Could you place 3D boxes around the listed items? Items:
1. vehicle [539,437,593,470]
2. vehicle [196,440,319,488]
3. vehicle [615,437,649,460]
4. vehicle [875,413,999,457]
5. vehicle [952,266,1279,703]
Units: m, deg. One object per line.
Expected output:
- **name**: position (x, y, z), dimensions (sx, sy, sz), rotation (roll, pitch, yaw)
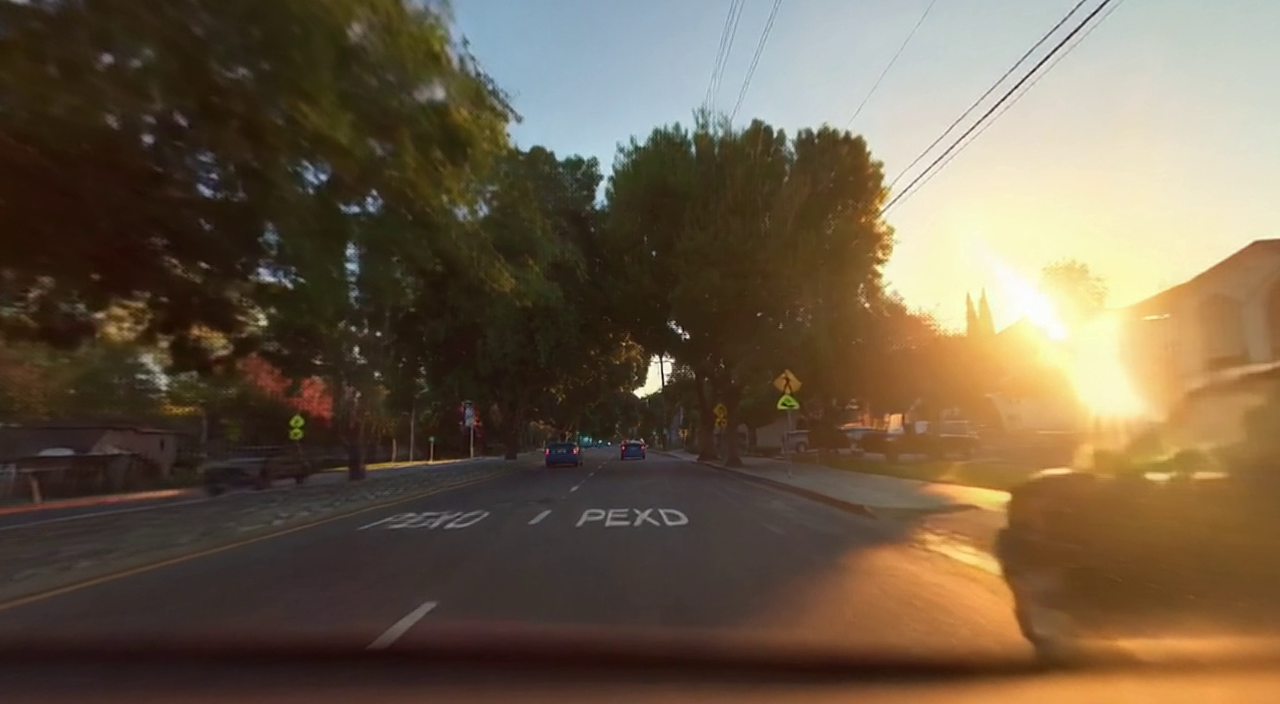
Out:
- **vehicle**: position (-3.472, 4.877, 30.491), dimensions (2.083, 1.460, 4.527), rotation (0, -8, 0)
- **vehicle**: position (-15.730, 4.602, 26.272), dimensions (2.074, 1.769, 4.704), rotation (0, -8, 1)
- **vehicle**: position (-0.525, 6.418, 41.922), dimensions (2.187, 1.478, 4.138), rotation (0, -8, -1)
- **vehicle**: position (12.569, 3.509, 26.731), dimensions (4.442, 1.752, 2.008), rotation (2, -8, -16)
- **vehicle**: position (3.168, 0.562, 1.237), dimensions (2.188, 1.887, 5.532), rotation (0, -8, -1)
